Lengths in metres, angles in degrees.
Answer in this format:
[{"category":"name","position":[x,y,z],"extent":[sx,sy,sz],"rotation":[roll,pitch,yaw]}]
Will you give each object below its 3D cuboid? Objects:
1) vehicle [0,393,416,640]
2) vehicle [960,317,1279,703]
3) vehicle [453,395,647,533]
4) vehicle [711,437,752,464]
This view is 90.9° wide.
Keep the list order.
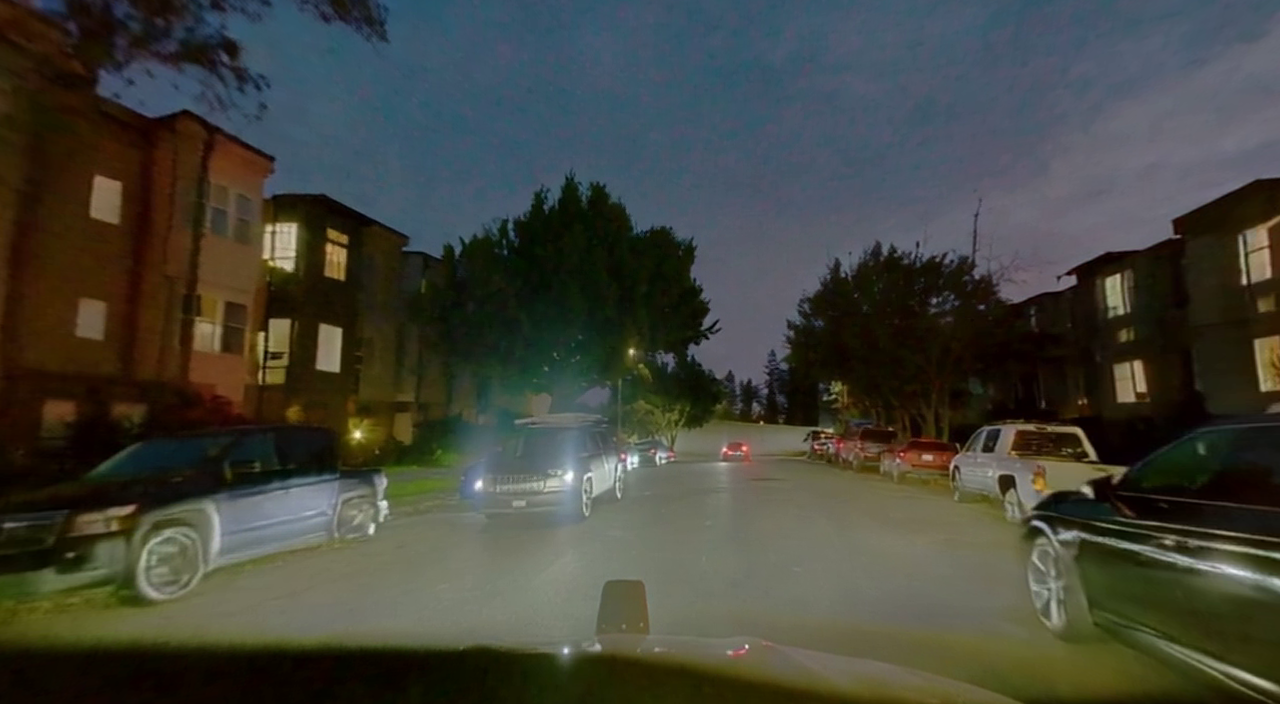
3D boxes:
[{"category":"vehicle","position":[-4.613,1.543,7.040],"extent":[2.002,1.774,4.568],"rotation":[-2,-8,8]},{"category":"vehicle","position":[3.202,0.801,2.388],"extent":[2.055,1.717,5.172],"rotation":[-2,-8,10]},{"category":"vehicle","position":[-1.383,2.068,12.166],"extent":[2.197,2.047,4.985],"rotation":[-2,-8,10]},{"category":"vehicle","position":[5.422,5.794,37.059],"extent":[1.971,1.476,4.593],"rotation":[-2,-9,13]}]
